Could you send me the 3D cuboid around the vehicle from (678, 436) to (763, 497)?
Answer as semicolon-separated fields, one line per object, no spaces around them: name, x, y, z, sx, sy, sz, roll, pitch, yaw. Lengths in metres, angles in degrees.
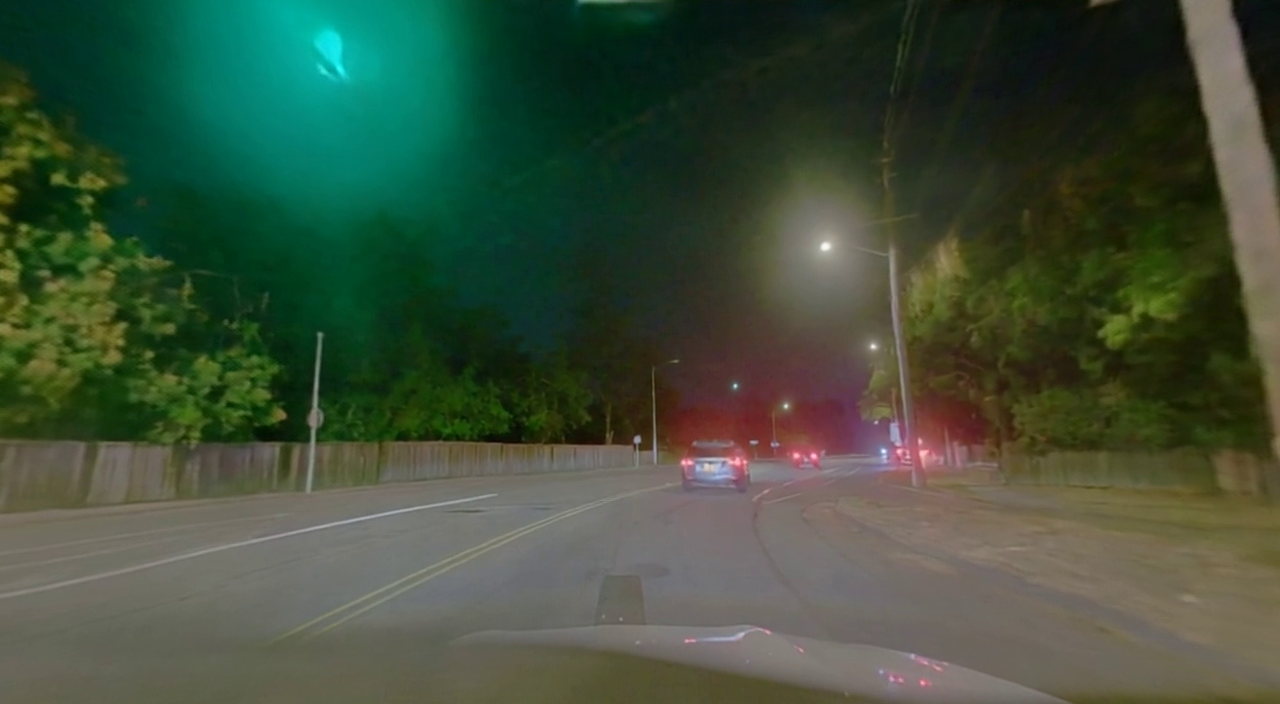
vehicle;2.888;3.853;21.720;2.230;1.827;4.580;-2;-9;15
